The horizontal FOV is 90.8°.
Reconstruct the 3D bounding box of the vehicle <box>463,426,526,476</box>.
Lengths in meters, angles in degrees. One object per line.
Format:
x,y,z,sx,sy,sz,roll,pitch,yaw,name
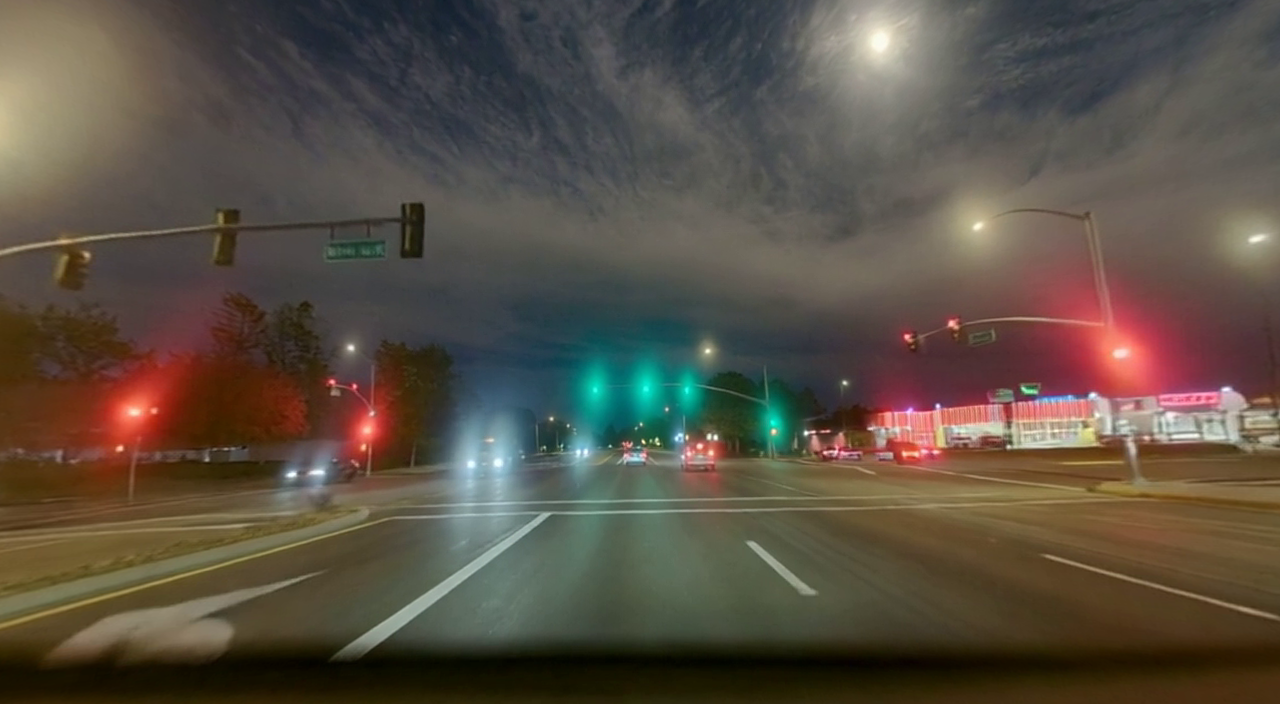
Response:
-8.715,6.031,38.603,2.327,2.780,6.498,0,-9,0,vehicle

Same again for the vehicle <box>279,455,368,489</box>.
-15.488,5.867,31.259,2.086,1.483,4.418,0,-9,0,vehicle

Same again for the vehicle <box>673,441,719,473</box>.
3.100,5.926,35.891,2.022,1.643,4.326,0,-9,-2,vehicle
